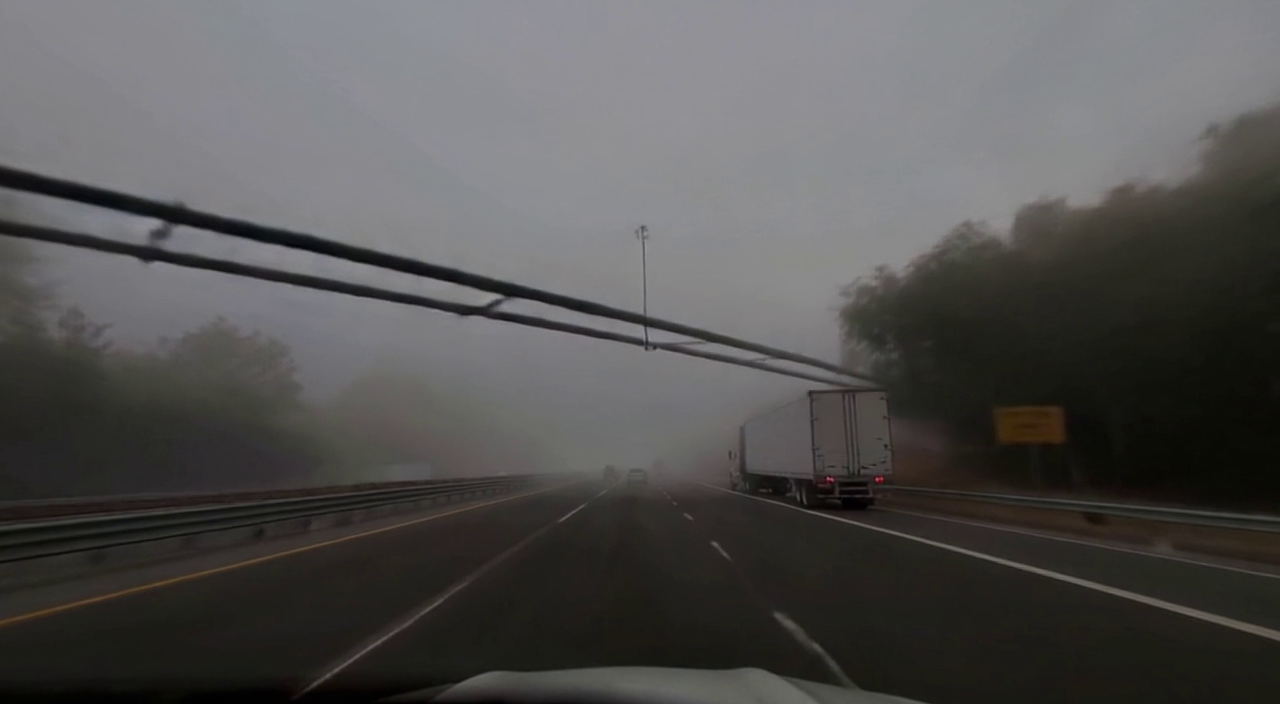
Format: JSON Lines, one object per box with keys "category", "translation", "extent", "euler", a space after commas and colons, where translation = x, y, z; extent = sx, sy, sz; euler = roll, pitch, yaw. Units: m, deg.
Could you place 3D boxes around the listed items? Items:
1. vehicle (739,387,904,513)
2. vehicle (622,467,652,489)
{"category": "vehicle", "translation": [7.006, 4.459, 27.526], "extent": [2.926, 4.073, 13.836], "euler": [1, -10, -1]}
{"category": "vehicle", "translation": [-0.216, 9.024, 45.332], "extent": [2.029, 1.459, 3.684], "euler": [1, -10, -1]}
